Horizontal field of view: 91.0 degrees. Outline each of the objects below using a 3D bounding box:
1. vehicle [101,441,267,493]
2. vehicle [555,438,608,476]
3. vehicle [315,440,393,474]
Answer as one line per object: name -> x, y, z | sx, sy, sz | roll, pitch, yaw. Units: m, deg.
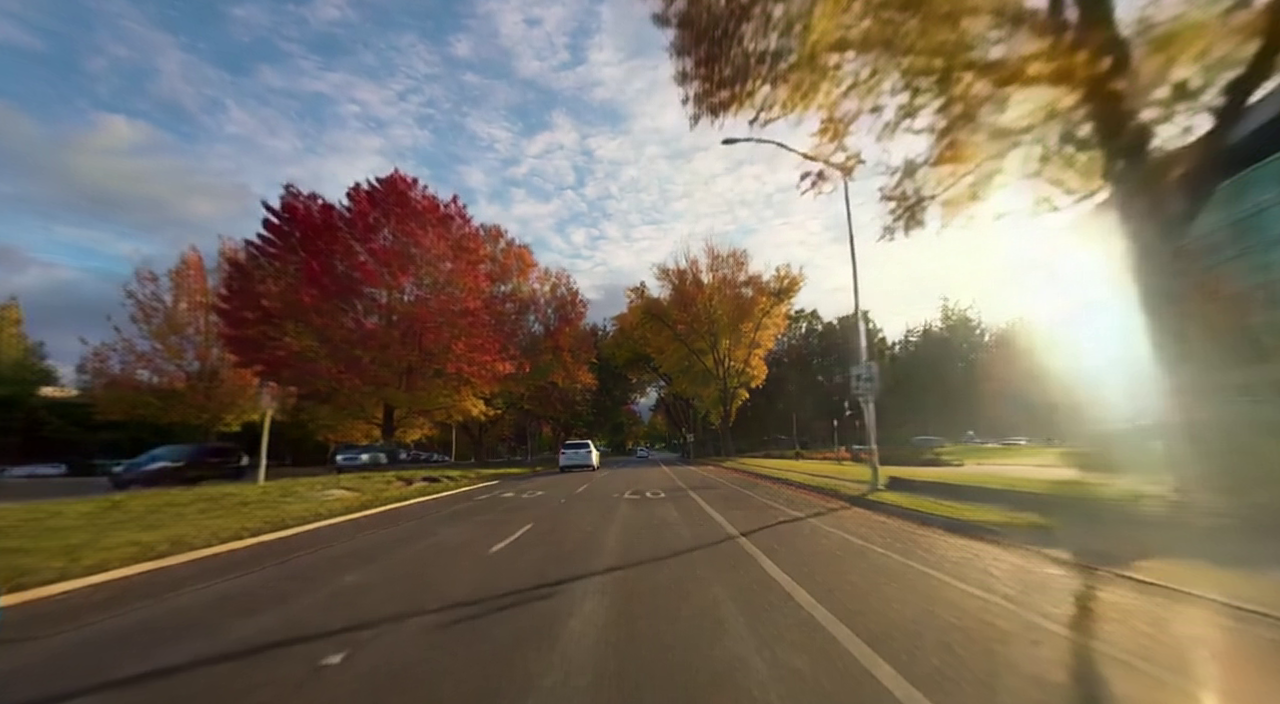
vehicle -> -14.683, 3.718, 20.695 | 1.893, 1.491, 4.711 | 0, -9, 0
vehicle -> -2.897, 5.349, 32.167 | 2.112, 1.779, 4.489 | 0, -9, 2
vehicle -> -17.782, 6.555, 39.528 | 2.285, 1.919, 5.335 | 0, -9, 1
